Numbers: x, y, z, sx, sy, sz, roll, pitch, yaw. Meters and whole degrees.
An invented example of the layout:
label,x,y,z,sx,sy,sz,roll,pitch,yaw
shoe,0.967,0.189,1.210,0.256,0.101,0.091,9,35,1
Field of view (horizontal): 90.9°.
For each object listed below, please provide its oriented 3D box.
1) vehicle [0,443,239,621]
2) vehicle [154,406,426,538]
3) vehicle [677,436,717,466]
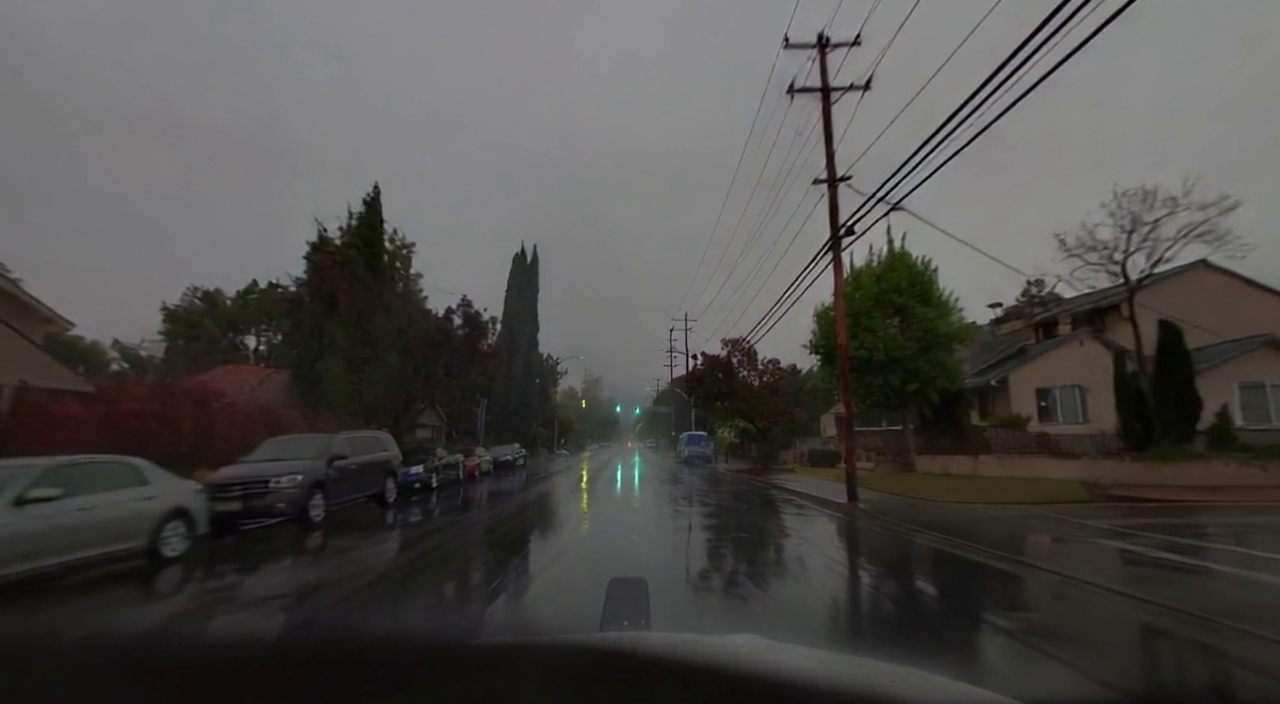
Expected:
label,x,y,z,sx,sy,sz,roll,pitch,yaw
vehicle,-6.268,1.627,6.143,1.890,1.453,4.430,0,-8,-2
vehicle,-6.383,2.269,12.608,2.222,2.022,5.547,0,-8,0
vehicle,3.572,6.343,40.552,2.138,1.766,5.129,0,-8,0
